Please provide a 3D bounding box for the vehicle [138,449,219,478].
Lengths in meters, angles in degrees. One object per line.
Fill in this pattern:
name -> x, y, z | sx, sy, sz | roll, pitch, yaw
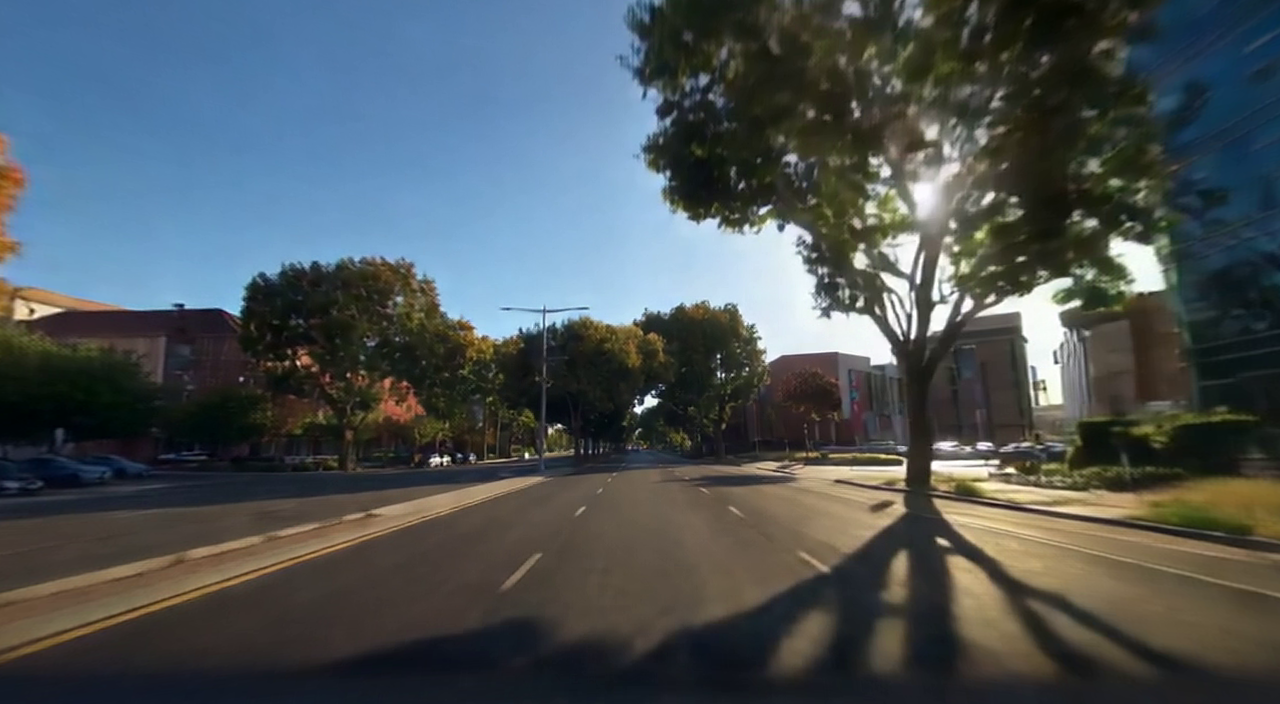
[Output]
vehicle -> -34.551, 8.383, 47.492 | 2.230, 1.962, 5.115 | -1, -10, 0

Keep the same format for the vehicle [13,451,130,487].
vehicle -> -31.841, 6.544, 35.624 | 2.034, 1.818, 4.855 | 0, -8, 1

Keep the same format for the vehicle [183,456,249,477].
vehicle -> -31.824, 8.591, 47.550 | 1.947, 1.444, 4.313 | -1, -10, 0
